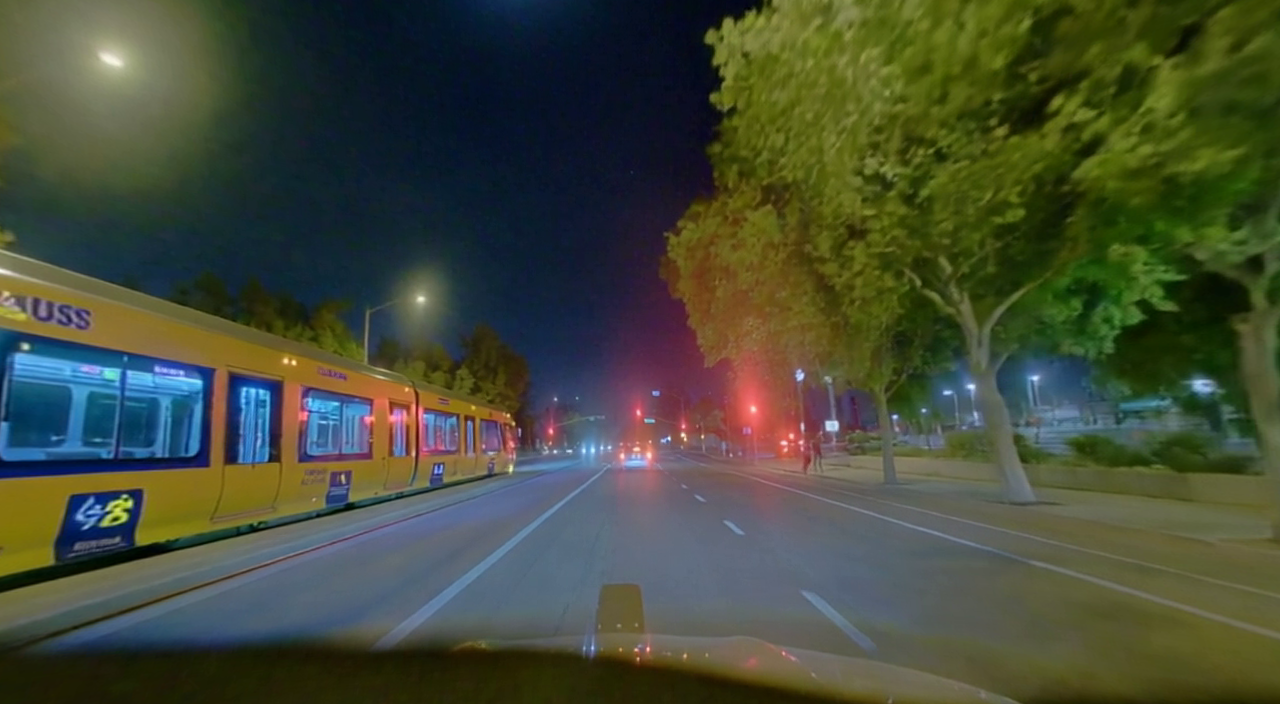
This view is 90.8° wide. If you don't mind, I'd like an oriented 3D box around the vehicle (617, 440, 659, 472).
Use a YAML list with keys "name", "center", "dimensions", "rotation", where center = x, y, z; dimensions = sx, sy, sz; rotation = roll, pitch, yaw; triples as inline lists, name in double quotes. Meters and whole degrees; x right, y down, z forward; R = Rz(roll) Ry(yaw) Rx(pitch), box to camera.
- name: "vehicle"
  center: [-0.098, 5.248, 32.139]
  dimensions: [2.002, 1.471, 4.337]
  rotation: [0, -8, 0]

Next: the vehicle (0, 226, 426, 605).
- name: "vehicle"
  center: [-7.779, 1.307, 11.876]
  dimensions: [2.897, 3.700, 13.528]
  rotation: [0, -7, 0]

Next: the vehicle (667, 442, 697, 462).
- name: "vehicle"
  center: [3.090, 7.544, 47.722]
  dimensions: [1.944, 1.447, 4.392]
  rotation: [0, -8, 0]
